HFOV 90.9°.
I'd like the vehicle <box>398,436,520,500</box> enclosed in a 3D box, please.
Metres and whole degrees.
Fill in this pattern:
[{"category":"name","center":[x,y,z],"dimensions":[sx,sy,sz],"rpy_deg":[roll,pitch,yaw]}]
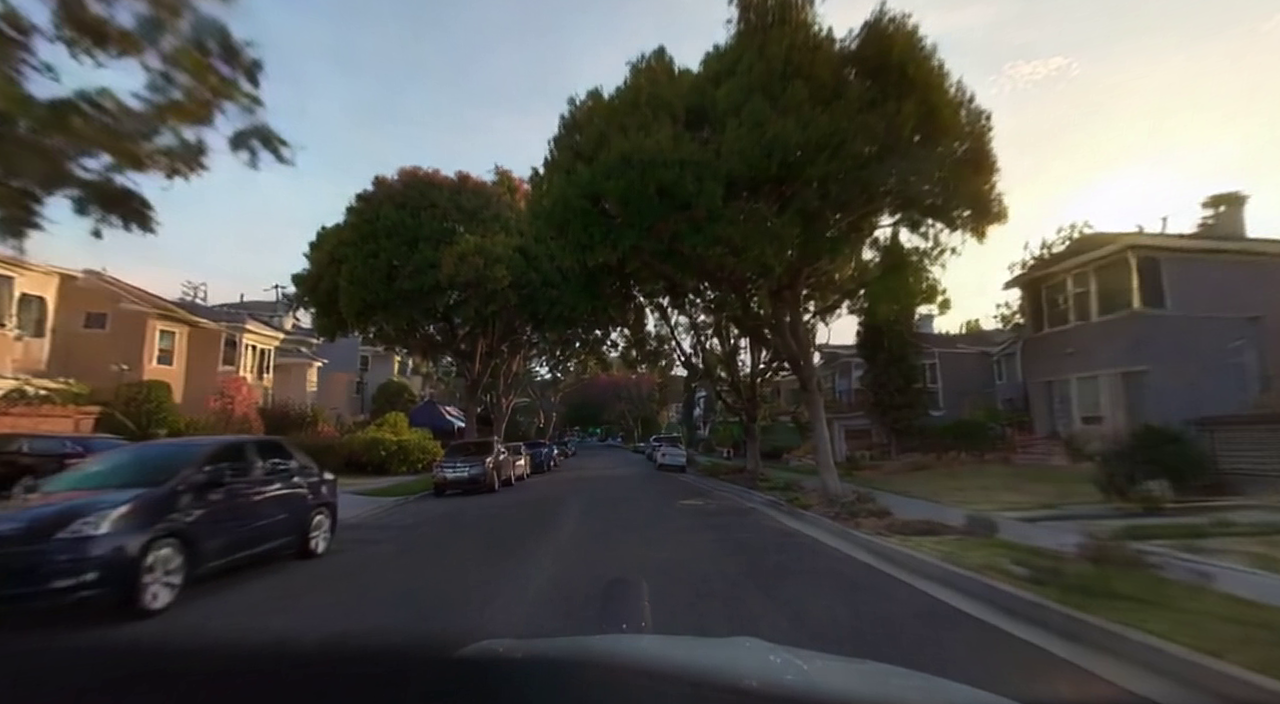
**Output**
[{"category":"vehicle","center":[-4.846,3.158,17.679],"dimensions":[2.086,1.493,4.582],"rpy_deg":[-1,-8,0]}]

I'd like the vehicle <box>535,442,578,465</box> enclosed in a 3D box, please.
[{"category":"vehicle","center":[-5.092,6.203,38.885],"dimensions":[1.995,1.330,4.080],"rpy_deg":[0,-8,1]}]

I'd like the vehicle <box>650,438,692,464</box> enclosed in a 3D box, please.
[{"category":"vehicle","center":[1.845,6.065,38.917],"dimensions":[2.000,1.456,5.251],"rpy_deg":[1,-8,-4]}]

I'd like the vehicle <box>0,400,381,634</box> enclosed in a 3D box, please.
[{"category":"vehicle","center":[-4.671,1.548,6.857],"dimensions":[1.974,1.664,4.539],"rpy_deg":[0,-9,-3]}]
